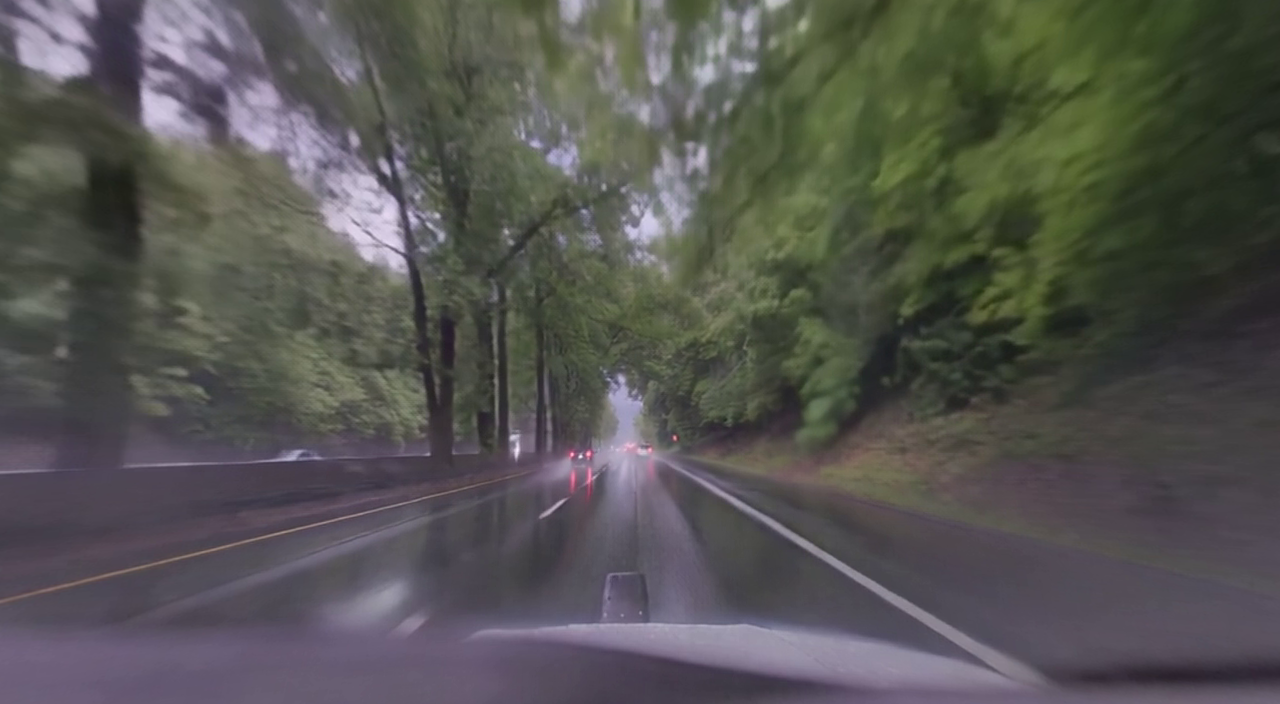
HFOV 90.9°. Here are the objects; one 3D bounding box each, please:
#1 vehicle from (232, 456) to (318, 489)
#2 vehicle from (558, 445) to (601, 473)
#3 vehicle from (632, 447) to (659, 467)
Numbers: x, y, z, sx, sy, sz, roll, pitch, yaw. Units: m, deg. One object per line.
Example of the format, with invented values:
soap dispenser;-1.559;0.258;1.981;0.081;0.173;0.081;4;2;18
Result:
vehicle;-18.877;6.218;32.845;1.889;1.545;4.437;0;-9;-1
vehicle;-3.392;6.128;36.218;2.112;1.498;4.117;0;-9;-1
vehicle;0.384;7.934;47.766;1.989;1.402;3.831;0;-9;-1
